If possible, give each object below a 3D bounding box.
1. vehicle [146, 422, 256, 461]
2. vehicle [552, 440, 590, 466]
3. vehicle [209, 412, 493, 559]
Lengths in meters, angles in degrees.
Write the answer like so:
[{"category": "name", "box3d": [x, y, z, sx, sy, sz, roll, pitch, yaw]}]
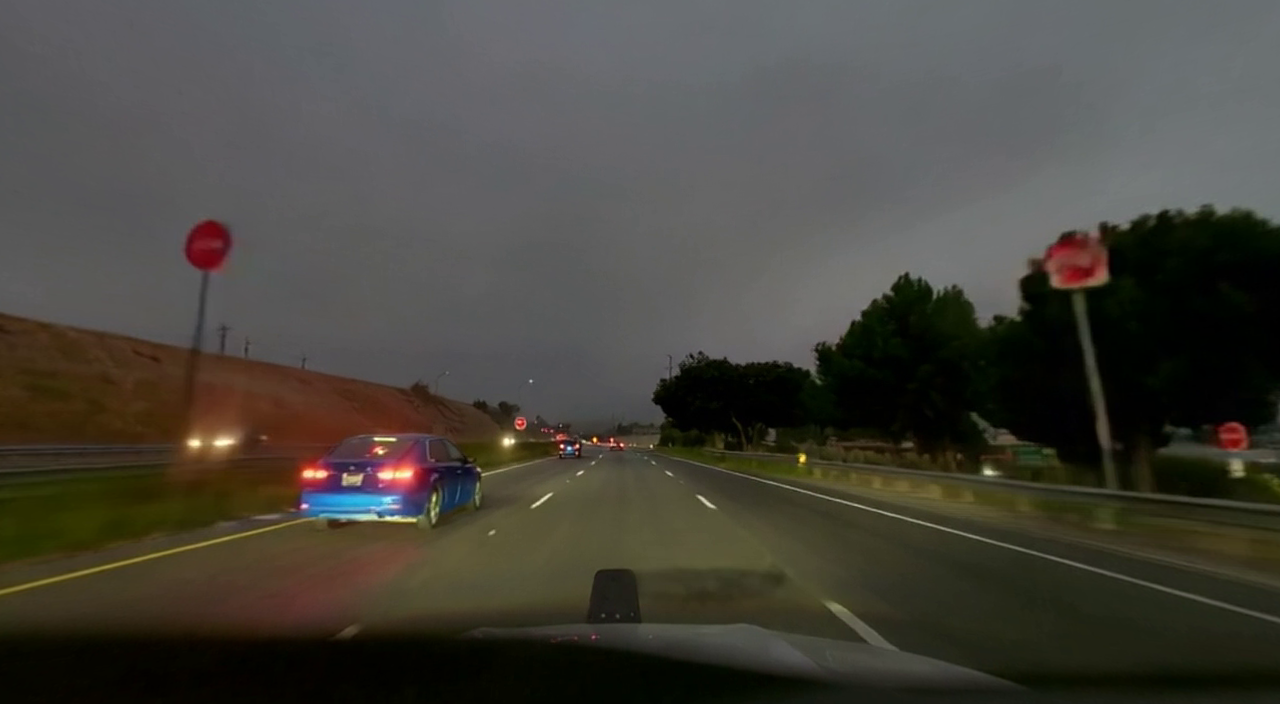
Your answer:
[{"category": "vehicle", "box3d": [-20.062, 4.119, 29.098, 1.885, 1.602, 4.497, 0, -8, -1]}, {"category": "vehicle", "box3d": [-3.992, 5.892, 36.942, 1.874, 1.369, 3.875, 0, -8, -1]}, {"category": "vehicle", "box3d": [-3.752, 1.802, 9.376, 2.047, 1.612, 4.631, 0, -8, 0]}]
